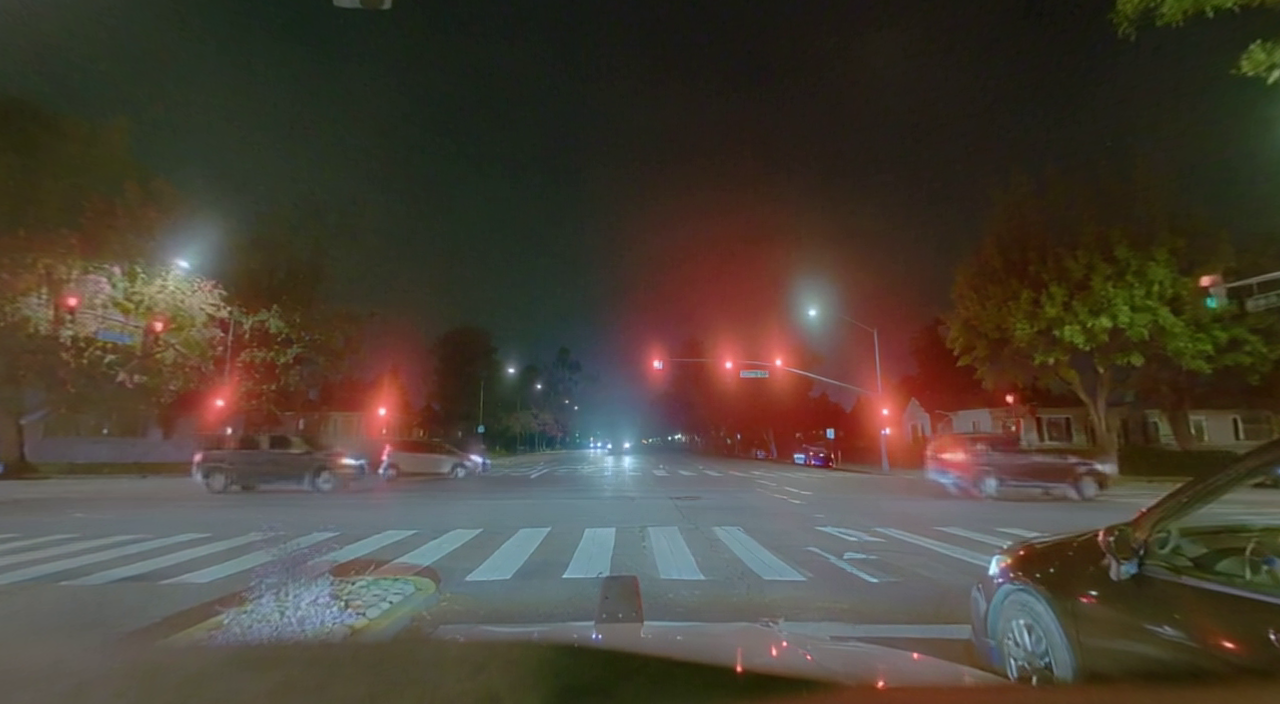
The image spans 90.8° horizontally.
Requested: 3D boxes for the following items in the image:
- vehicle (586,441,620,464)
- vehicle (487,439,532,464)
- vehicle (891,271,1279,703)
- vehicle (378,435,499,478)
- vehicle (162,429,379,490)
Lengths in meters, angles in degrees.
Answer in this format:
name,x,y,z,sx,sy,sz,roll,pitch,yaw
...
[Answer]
name,x,y,z,sx,sy,sz,roll,pitch,yaw
vehicle,-2.412,6.712,42.276,2.046,1.491,4.118,0,-9,0
vehicle,-8.935,6.871,43.686,2.028,1.654,5.027,0,-9,1
vehicle,2.723,0.710,1.729,2.085,1.800,4.908,0,-9,1
vehicle,-8.450,4.345,26.473,4.532,1.633,2.130,4,-9,-24
vehicle,-11.286,3.307,19.592,5.403,1.759,2.040,0,-9,0
